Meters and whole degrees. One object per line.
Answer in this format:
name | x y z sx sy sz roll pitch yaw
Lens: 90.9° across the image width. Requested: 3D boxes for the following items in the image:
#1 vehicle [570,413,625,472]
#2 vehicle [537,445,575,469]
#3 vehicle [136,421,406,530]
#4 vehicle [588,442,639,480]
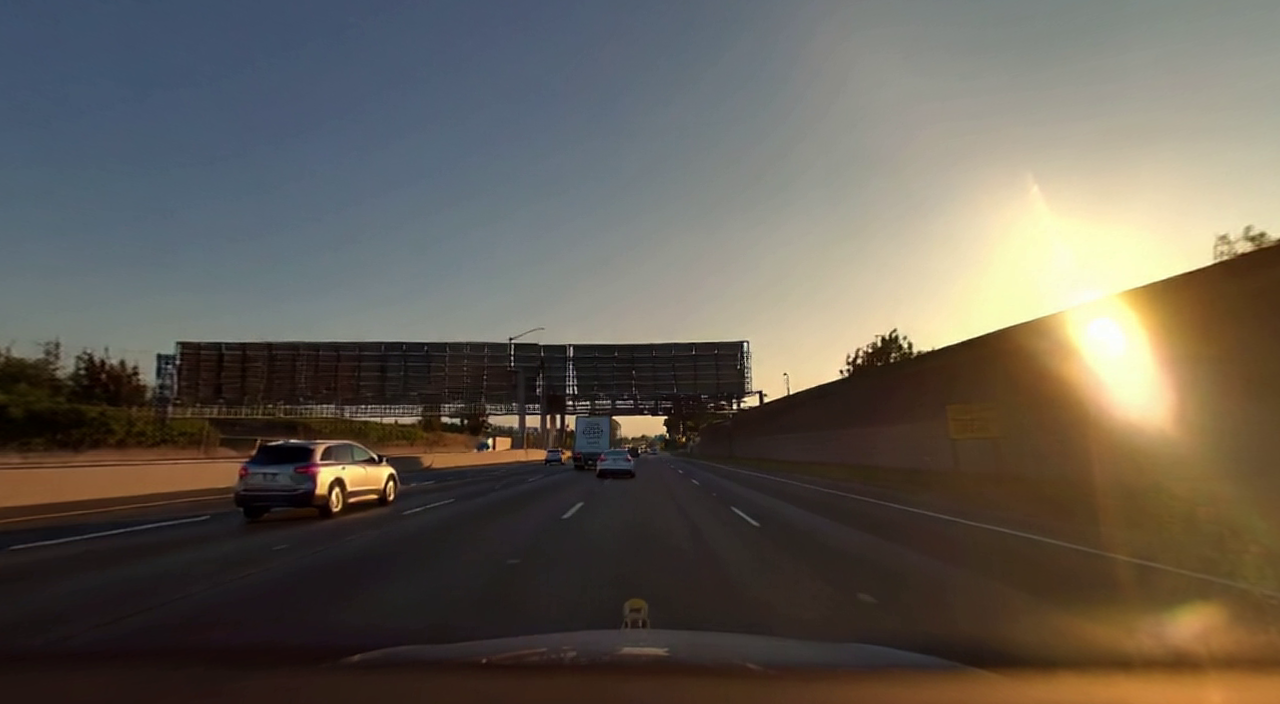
vehicle | -2.611 6.015 41.668 2.794 3.460 8.595 0 -9 1
vehicle | -6.197 7.775 47.010 2.124 1.674 4.541 0 -9 1
vehicle | -7.056 2.433 13.015 2.401 1.759 5.126 0 -9 1
vehicle | -1.155 4.914 28.575 2.168 1.597 3.615 0 -9 -1
